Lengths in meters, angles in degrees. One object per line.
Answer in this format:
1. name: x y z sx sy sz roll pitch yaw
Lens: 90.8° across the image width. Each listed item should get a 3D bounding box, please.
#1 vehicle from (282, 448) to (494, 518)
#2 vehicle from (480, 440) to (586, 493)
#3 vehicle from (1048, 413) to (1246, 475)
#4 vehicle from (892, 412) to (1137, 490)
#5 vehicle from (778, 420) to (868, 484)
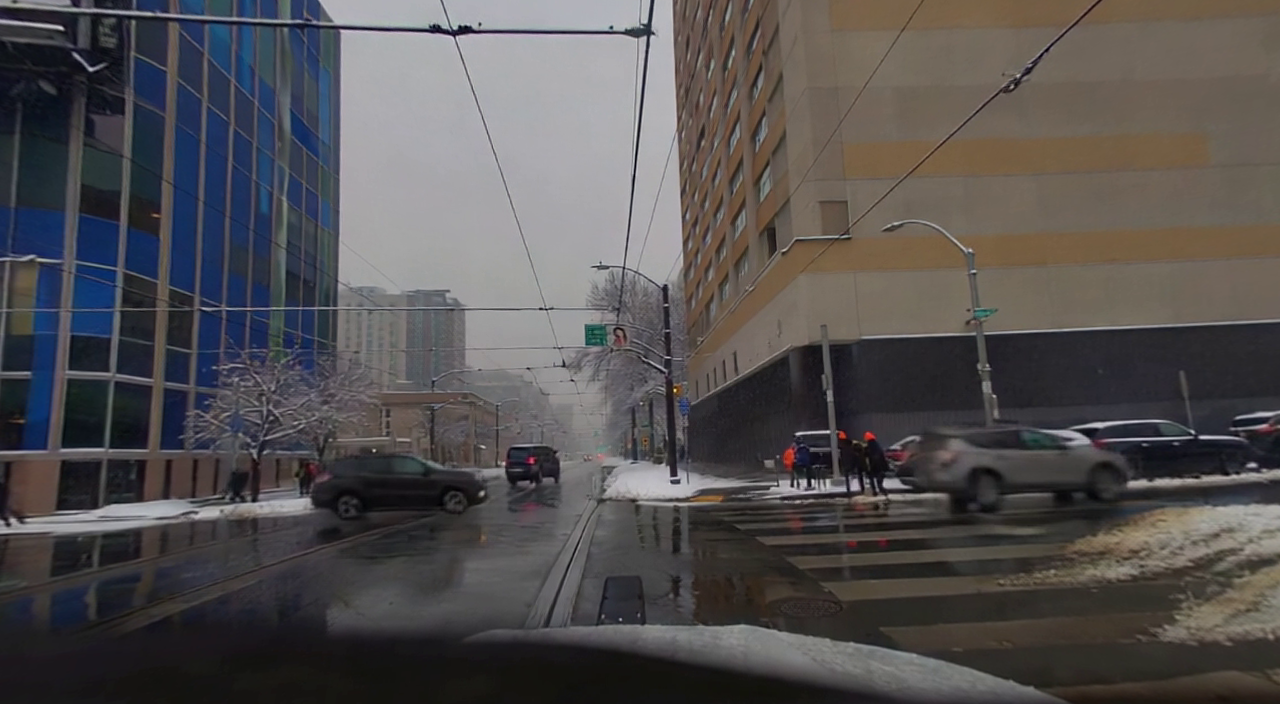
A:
1. vehicle: -6.294 3.309 16.277 4.637 1.624 1.927 0 -8 -3
2. vehicle: -4.249 4.647 26.123 2.137 1.910 5.120 -3 -9 18
3. vehicle: 16.753 3.051 21.068 4.944 1.946 1.952 0 -8 -3
4. vehicle: 8.871 2.407 15.271 4.629 1.696 2.098 1 -10 -6
5. vehicle: 7.551 4.111 26.628 2.316 2.425 4.466 1 -7 -2
